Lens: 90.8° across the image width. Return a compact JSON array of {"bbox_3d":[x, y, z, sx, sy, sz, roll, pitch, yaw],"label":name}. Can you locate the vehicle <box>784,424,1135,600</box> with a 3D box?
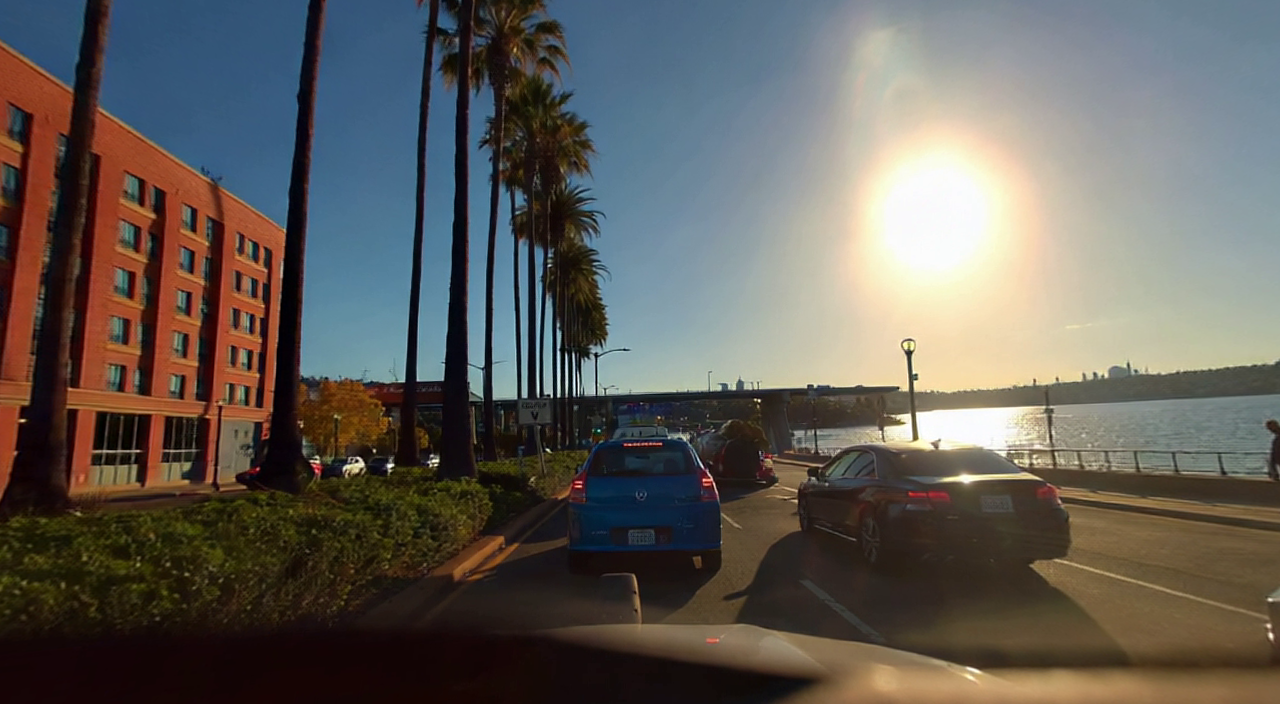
[{"bbox_3d":[3.271,1.716,7.718,1.920,1.490,4.417,0,-9,-1],"label":"vehicle"}]

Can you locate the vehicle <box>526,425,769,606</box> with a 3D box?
[{"bbox_3d":[0.059,1.668,7.248,2.048,1.503,3.681,0,-9,0],"label":"vehicle"}]

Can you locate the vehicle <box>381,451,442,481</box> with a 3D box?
[{"bbox_3d":[-14.960,7.475,41.701,2.104,1.802,4.852,0,-9,1],"label":"vehicle"}]
